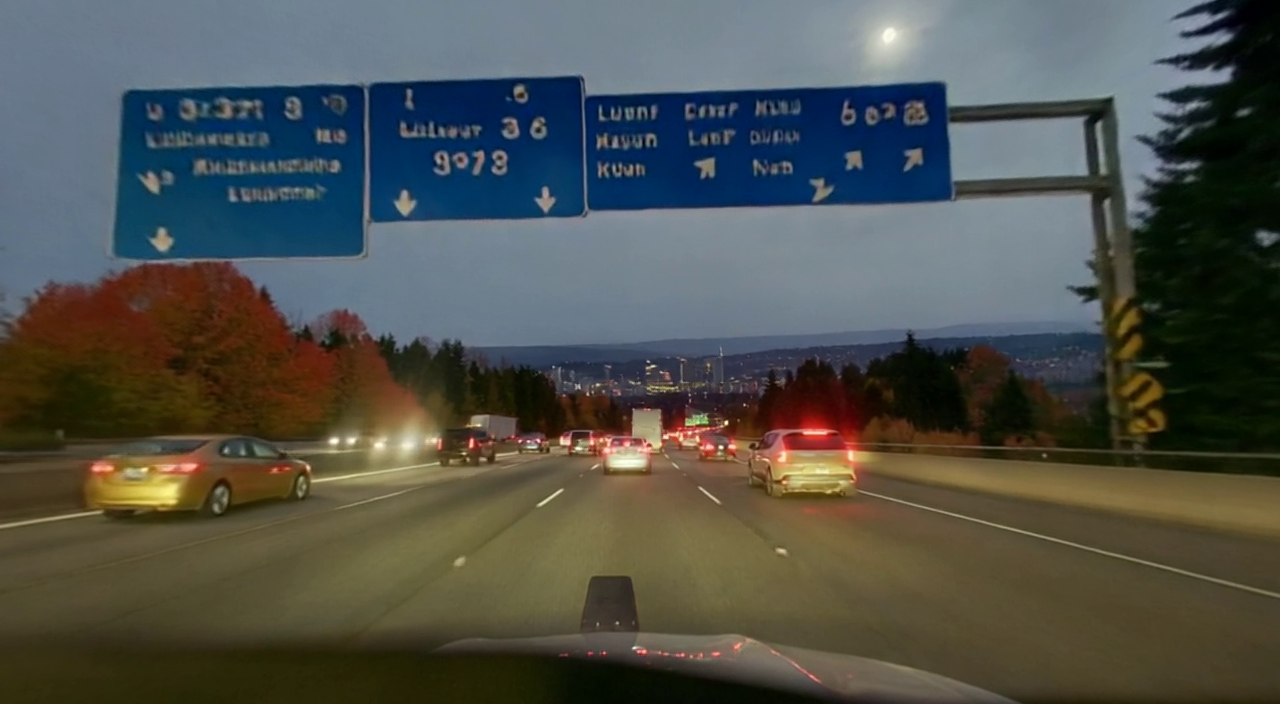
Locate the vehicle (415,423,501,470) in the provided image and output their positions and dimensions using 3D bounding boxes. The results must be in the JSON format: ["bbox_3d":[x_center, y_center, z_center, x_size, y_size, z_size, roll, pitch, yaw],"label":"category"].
[{"bbox_3d":[-7.488,3.921,26.381,2.117,1.779,4.745,0,-8,1],"label":"vehicle"}]

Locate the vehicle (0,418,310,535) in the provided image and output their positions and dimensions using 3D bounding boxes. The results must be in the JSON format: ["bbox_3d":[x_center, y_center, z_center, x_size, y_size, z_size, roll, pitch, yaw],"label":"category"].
[{"bbox_3d":[-7.471,1.915,10.319,1.934,1.526,3.966,0,-8,0],"label":"vehicle"}]

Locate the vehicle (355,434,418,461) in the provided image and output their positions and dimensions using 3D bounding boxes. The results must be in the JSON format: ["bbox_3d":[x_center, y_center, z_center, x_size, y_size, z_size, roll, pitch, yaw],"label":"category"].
[{"bbox_3d":[-15.511,5.843,38.723,2.084,1.538,4.162,0,-8,0],"label":"vehicle"}]

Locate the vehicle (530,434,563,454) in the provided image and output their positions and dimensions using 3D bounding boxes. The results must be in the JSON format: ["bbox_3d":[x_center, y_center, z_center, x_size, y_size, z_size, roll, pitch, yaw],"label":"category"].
[{"bbox_3d":[-7.060,6.988,47.778,1.896,1.429,4.348,0,-8,0],"label":"vehicle"}]

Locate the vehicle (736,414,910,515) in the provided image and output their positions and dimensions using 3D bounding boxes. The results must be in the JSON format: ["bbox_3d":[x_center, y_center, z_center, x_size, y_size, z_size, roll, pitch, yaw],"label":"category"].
[{"bbox_3d":[3.372,2.154,12.637,2.095,1.650,4.331,0,-8,-1],"label":"vehicle"}]

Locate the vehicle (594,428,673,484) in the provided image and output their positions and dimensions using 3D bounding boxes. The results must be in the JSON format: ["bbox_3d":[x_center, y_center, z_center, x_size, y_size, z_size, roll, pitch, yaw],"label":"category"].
[{"bbox_3d":[-0.186,3.081,19.072,2.111,1.494,4.364,0,-8,-1],"label":"vehicle"}]

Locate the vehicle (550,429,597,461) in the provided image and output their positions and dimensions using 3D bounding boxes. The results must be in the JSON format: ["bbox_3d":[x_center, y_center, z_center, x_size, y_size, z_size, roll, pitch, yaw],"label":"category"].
[{"bbox_3d":[-3.575,5.095,34.605,2.064,1.672,4.277,0,-8,1],"label":"vehicle"}]

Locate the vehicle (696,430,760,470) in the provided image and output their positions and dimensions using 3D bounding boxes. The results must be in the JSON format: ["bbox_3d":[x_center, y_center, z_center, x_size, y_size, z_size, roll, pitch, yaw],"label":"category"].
[{"bbox_3d":[3.531,4.027,26.154,1.972,1.516,4.514,0,-8,-1],"label":"vehicle"}]
